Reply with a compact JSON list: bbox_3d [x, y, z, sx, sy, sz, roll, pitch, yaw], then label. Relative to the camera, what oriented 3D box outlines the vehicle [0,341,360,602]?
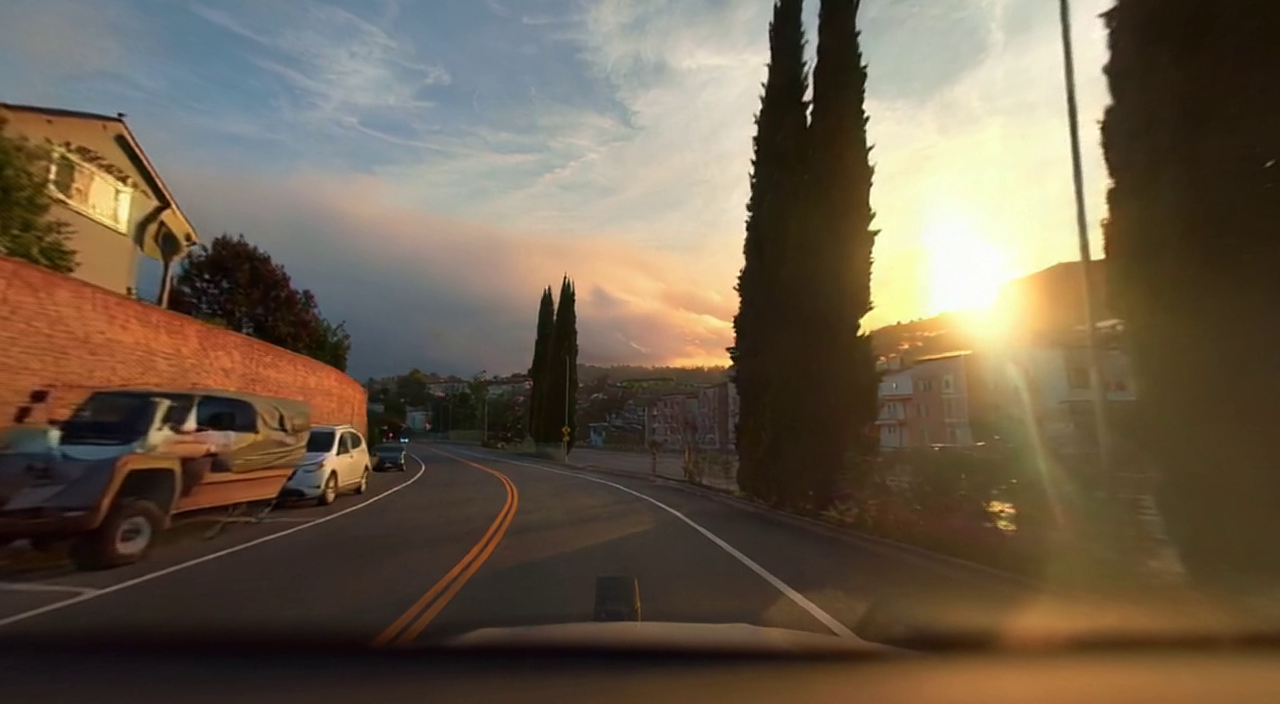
[{"bbox_3d":[-7.156,1.553,9.475,3.073,2.458,6.937,3,-8,-4],"label":"vehicle"}]
